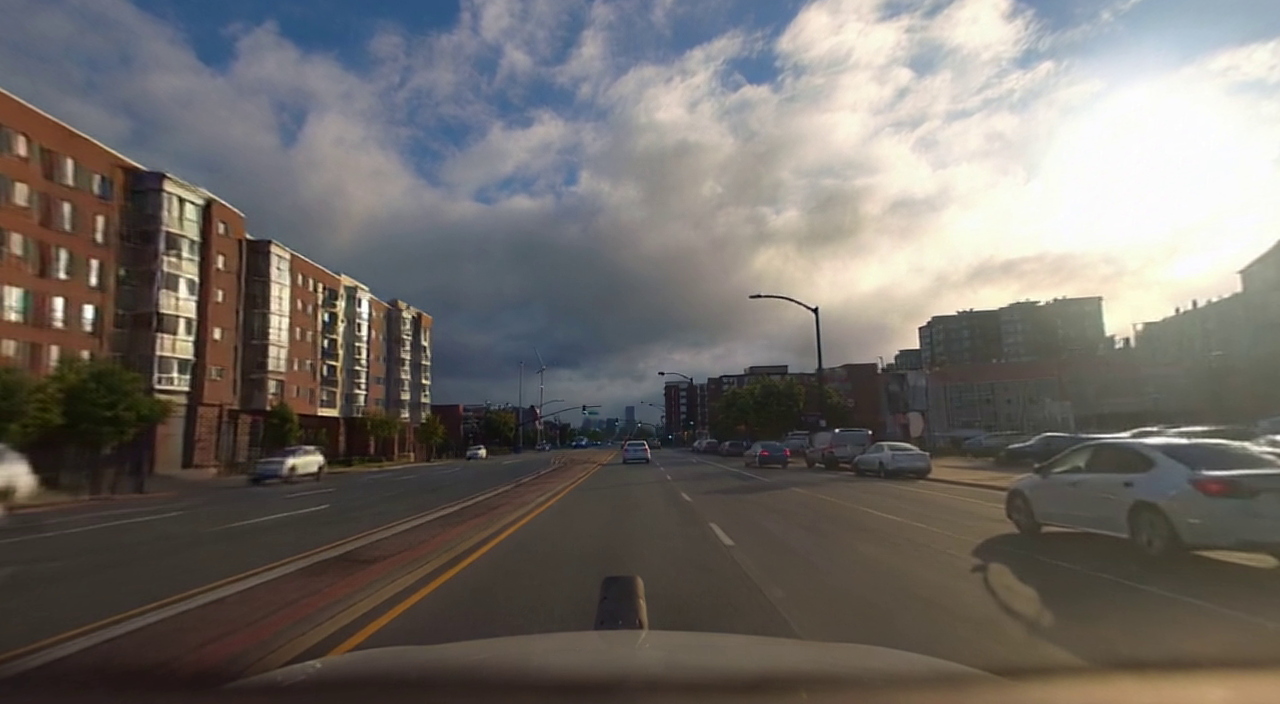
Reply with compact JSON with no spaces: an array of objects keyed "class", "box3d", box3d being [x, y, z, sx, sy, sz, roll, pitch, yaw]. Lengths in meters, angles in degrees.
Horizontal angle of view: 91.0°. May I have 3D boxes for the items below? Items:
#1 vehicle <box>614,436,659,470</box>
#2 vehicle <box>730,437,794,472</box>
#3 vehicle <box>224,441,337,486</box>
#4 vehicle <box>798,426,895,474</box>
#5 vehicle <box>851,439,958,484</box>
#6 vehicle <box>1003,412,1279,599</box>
[{"class":"vehicle","box3d":[-0.168,5.034,31.459,2.106,1.553,3.964,0,-8,0]},{"class":"vehicle","box3d":[5.763,4.885,30.273,2.154,1.554,4.149,0,-8,-2]},{"class":"vehicle","box3d":[-15.435,4.787,27.404,2.216,1.797,4.487,0,-8,0]},{"class":"vehicle","box3d":[10.110,4.907,31.666,2.441,2.150,6.729,1,-8,-2]},{"class":"vehicle","box3d":[9.968,4.145,24.156,2.089,1.508,4.323,-1,-8,-2]},{"class":"vehicle","box3d":[6.495,1.544,6.968,2.121,1.557,4.898,0,-8,1]}]
